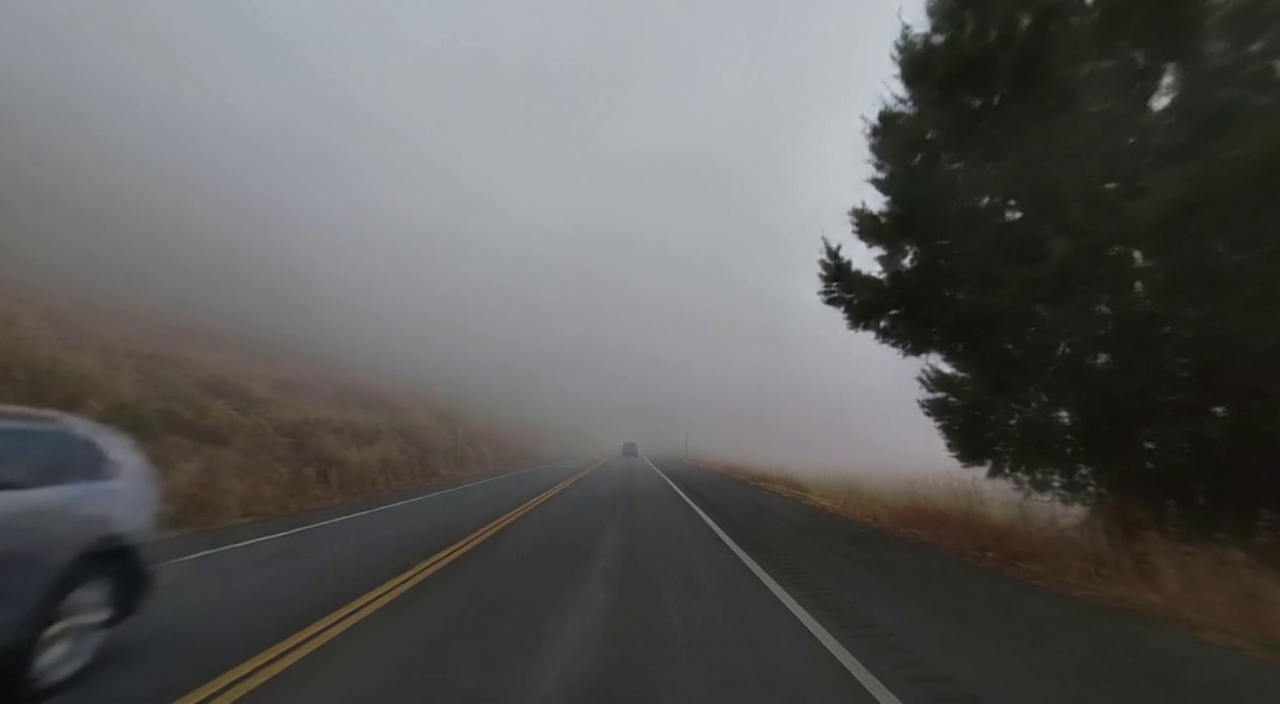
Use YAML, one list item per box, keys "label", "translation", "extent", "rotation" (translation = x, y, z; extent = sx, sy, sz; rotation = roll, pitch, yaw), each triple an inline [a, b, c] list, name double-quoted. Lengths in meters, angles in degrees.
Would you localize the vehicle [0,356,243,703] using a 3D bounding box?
- label: "vehicle"
  translation: [-4.501, 0.878, 2.615]
  extent: [2.695, 1.840, 4.689]
  rotation: [0, -9, -1]
